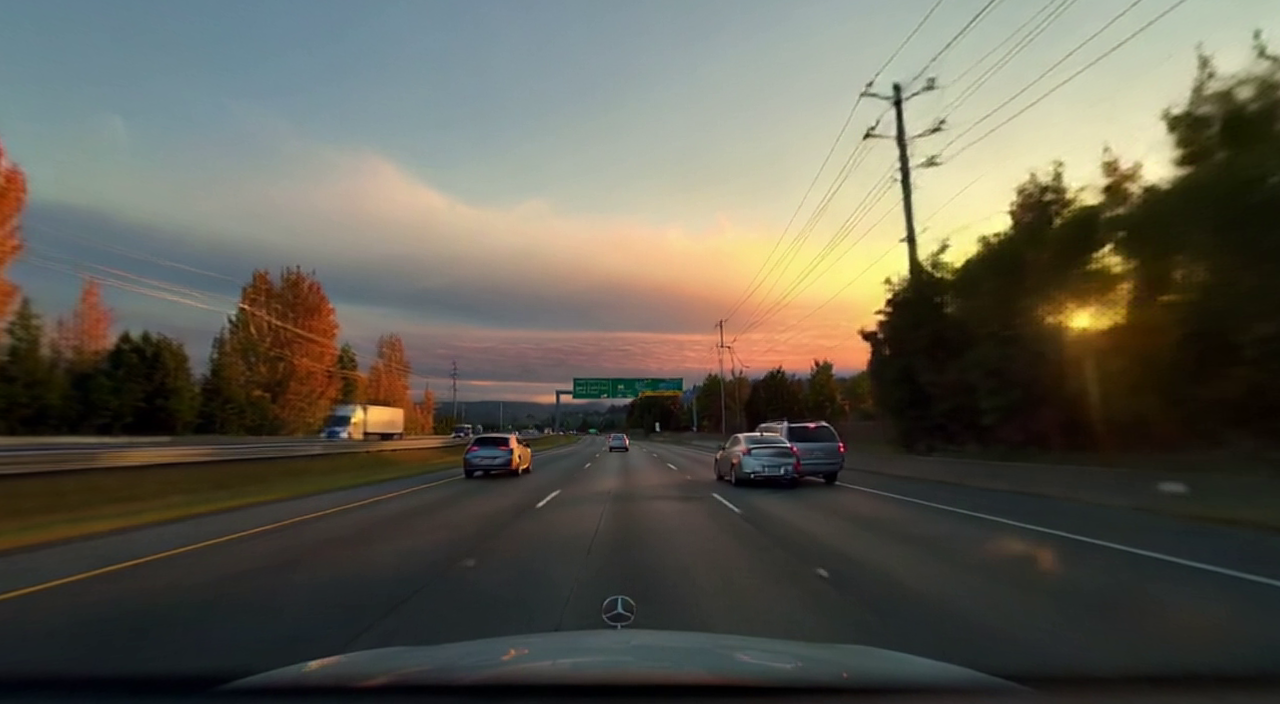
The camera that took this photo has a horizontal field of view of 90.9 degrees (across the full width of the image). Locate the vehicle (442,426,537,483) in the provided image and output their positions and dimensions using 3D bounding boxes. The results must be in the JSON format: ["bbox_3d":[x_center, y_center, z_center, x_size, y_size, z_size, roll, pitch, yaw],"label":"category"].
[{"bbox_3d":[-4.605,3.189,19.964,2.100,1.590,4.077,0,-7,-1],"label":"vehicle"}]

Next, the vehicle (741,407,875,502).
[{"bbox_3d":[3.658,2.275,14.380,1.976,1.905,3.263,0,-7,-3],"label":"vehicle"}]

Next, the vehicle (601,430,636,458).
[{"bbox_3d":[-1.396,5.846,40.271,2.159,1.690,3.720,0,-7,-2],"label":"vehicle"}]
